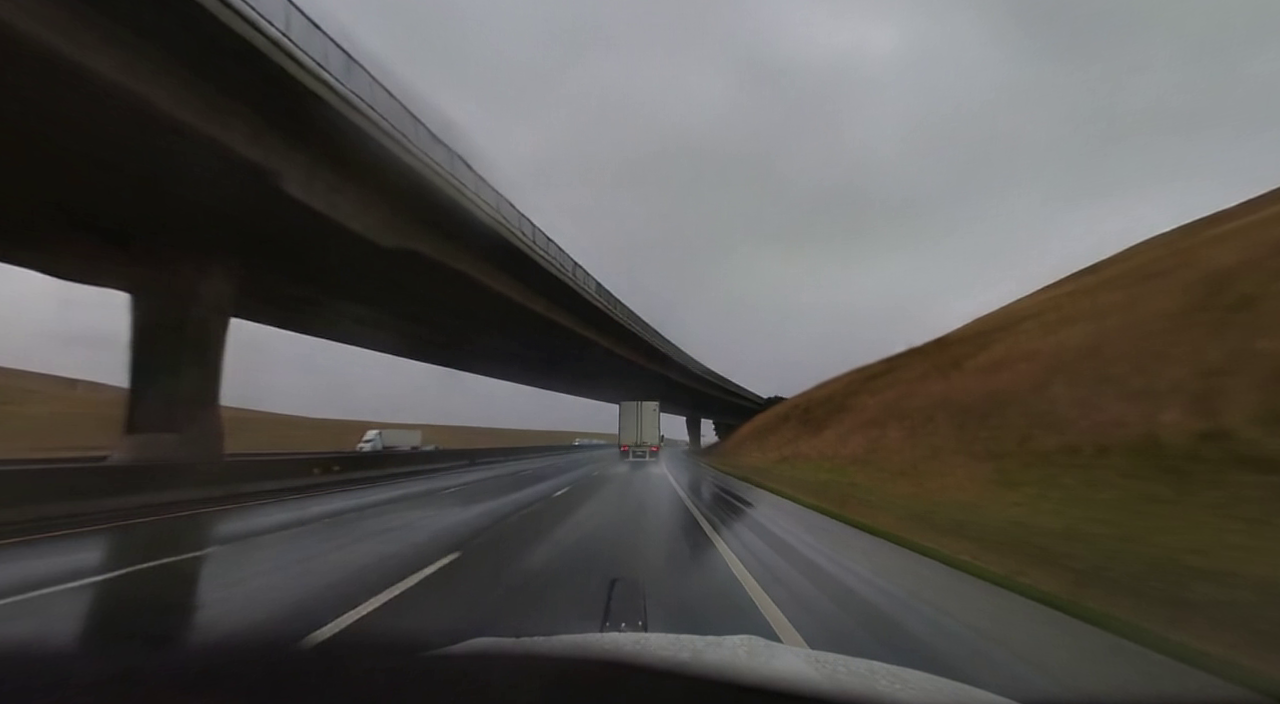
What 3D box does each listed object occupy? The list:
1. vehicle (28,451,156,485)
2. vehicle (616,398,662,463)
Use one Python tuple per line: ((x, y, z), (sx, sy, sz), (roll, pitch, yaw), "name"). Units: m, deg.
((-29.047, 6.143, 33.741), (1.919, 1.637, 5.291), (-1, -8, 3), "vehicle")
((-0.073, 5.698, 44.676), (2.866, 4.014, 11.261), (0, -8, 0), "vehicle")
